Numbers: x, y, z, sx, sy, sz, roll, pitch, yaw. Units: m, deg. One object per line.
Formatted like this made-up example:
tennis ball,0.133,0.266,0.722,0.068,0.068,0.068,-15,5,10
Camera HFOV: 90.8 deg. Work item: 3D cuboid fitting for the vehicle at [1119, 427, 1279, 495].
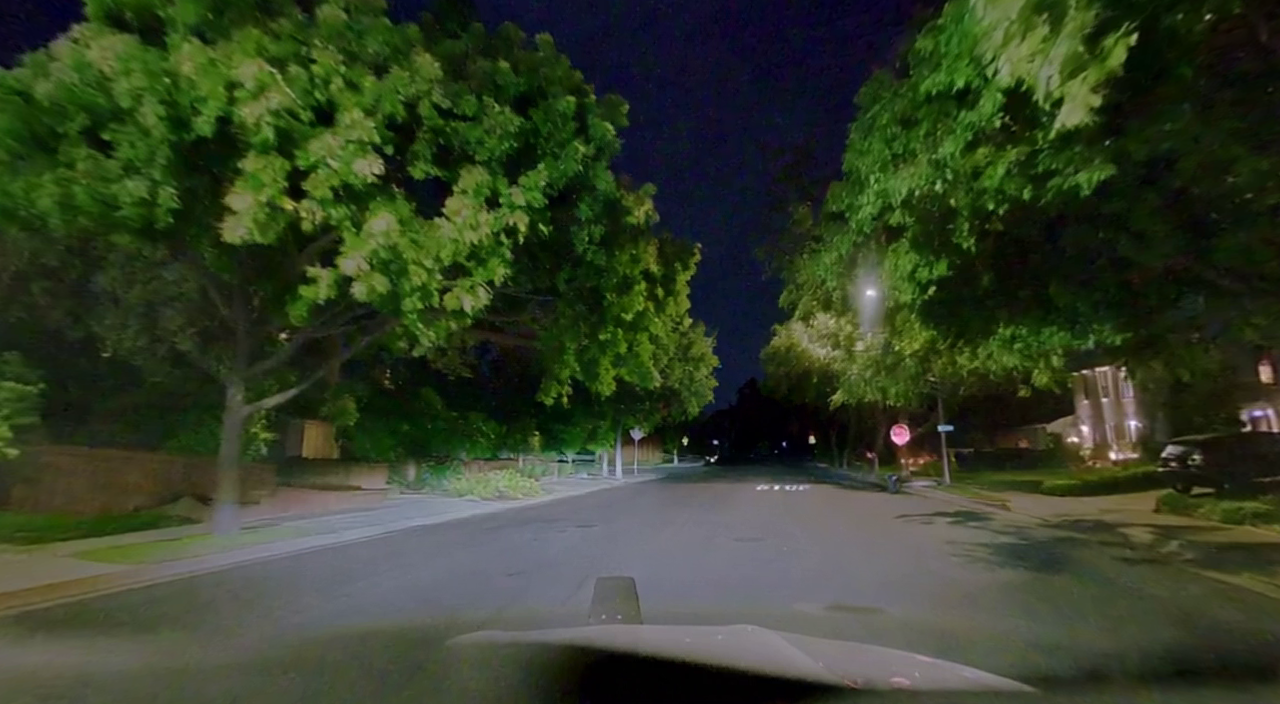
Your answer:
vehicle,15.026,2.671,15.766,4.589,1.526,2.133,1,-9,-8
